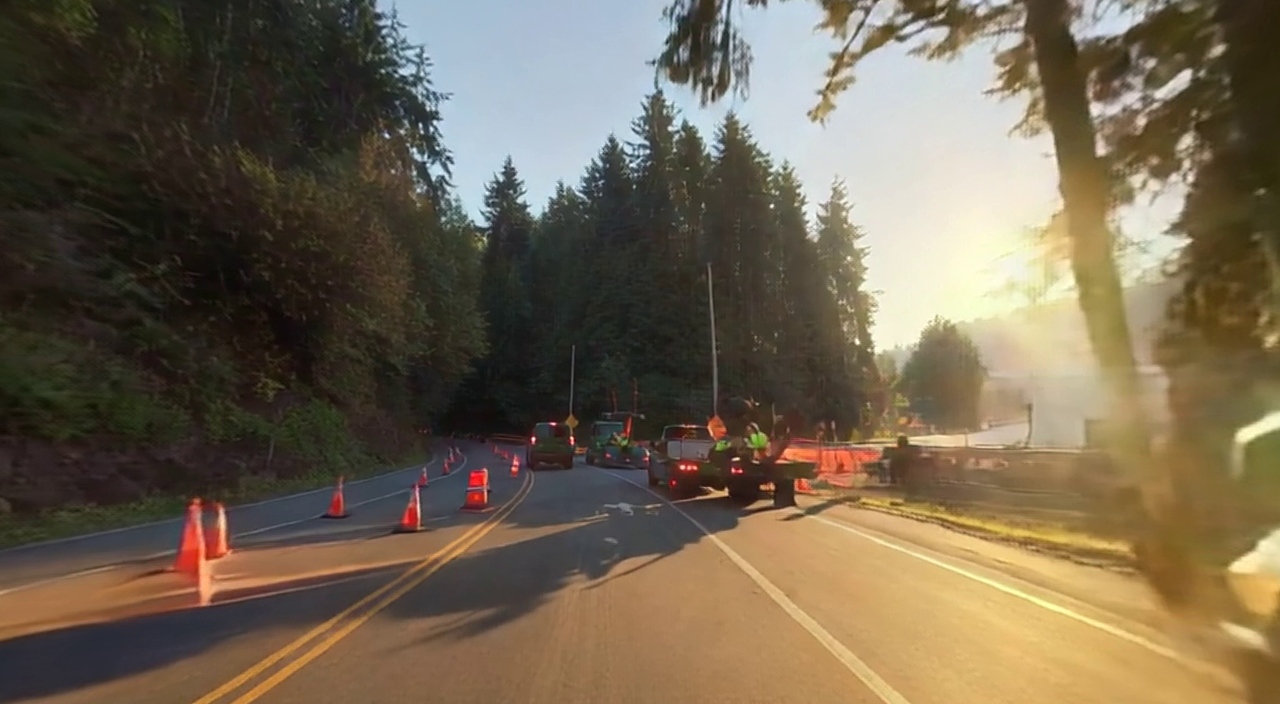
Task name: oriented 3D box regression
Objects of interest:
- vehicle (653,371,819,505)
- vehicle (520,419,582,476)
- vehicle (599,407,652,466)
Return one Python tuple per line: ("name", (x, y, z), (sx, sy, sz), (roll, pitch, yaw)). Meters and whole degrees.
("vehicle", (2.498, 2.697, 20.130), (3.126, 3.310, 8.534), (1, -8, -6))
("vehicle", (-3.996, 4.176, 27.720), (2.362, 2.223, 4.892), (2, -9, -11))
("vehicle", (-0.886, 4.721, 35.024), (2.703, 3.066, 4.047), (1, -9, -5))
